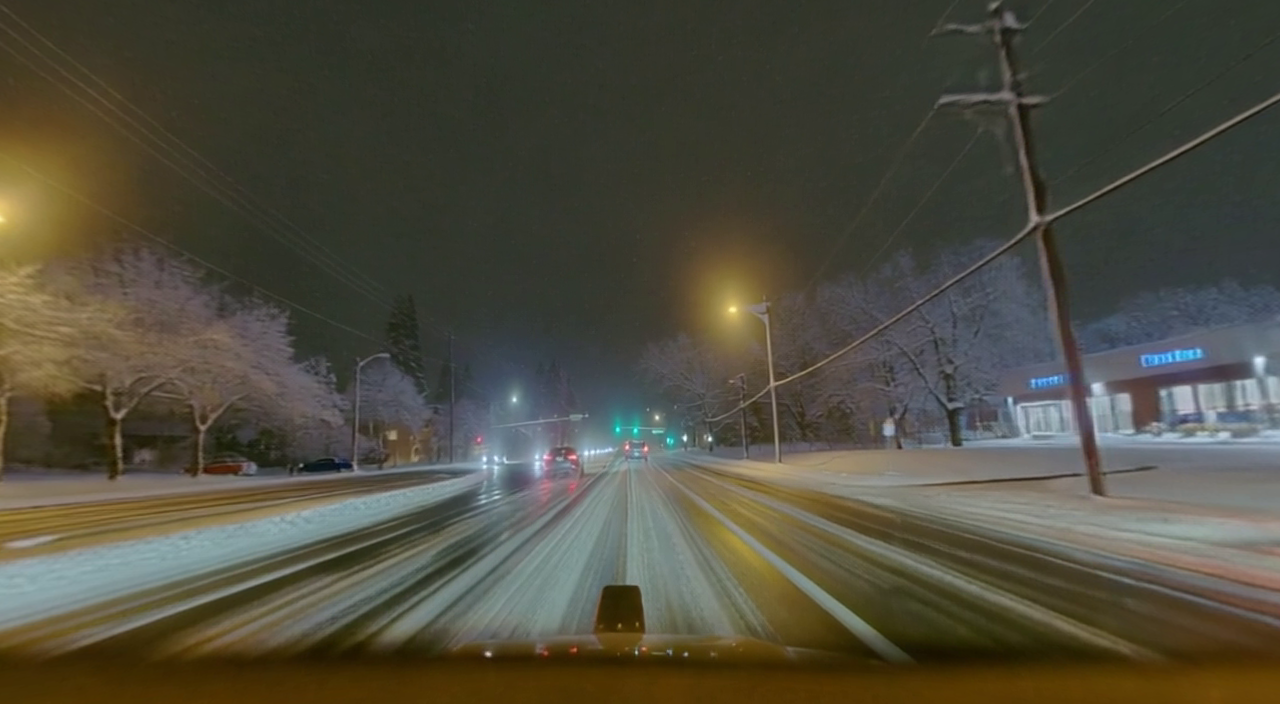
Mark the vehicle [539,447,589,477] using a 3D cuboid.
[{"bbox_3d":[-3.853,5.668,32.630,2.076,1.444,4.328,0,-9,-1],"label":"vehicle"}]
